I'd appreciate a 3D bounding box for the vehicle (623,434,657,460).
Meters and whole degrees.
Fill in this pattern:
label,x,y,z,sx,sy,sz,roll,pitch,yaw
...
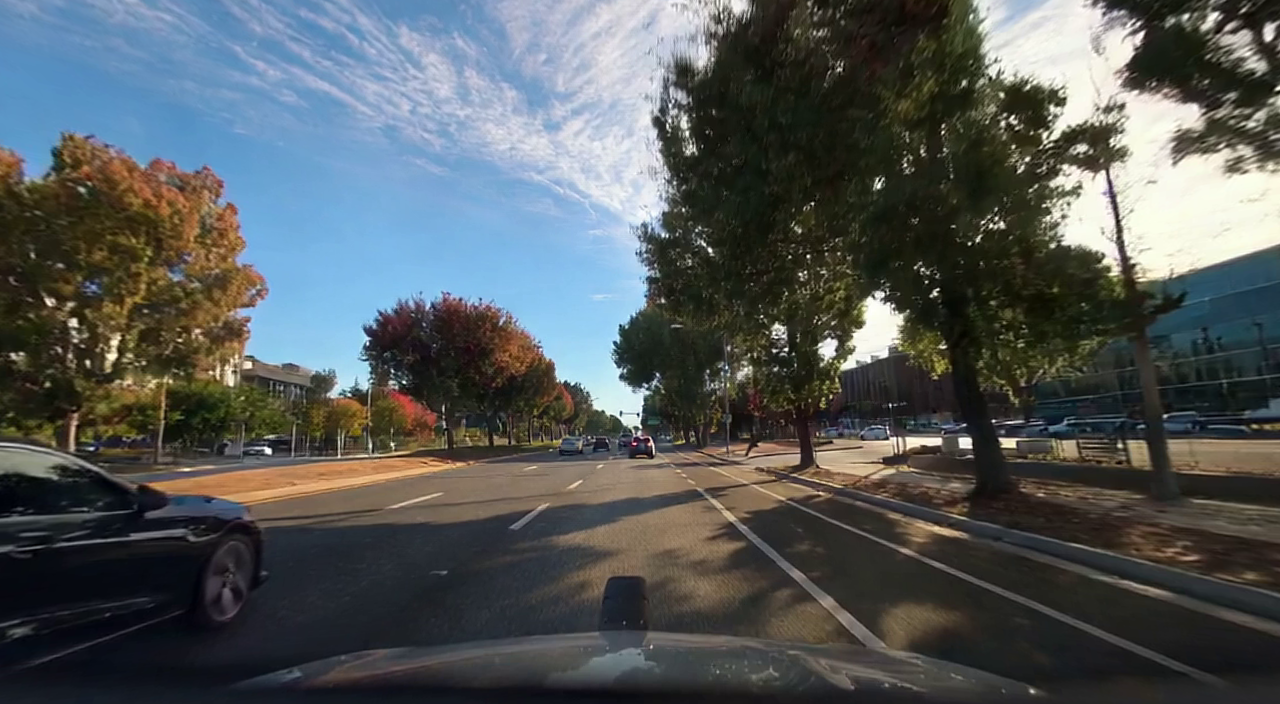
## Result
label,x,y,z,sx,sy,sz,roll,pitch,yaw
vehicle,-0.010,6.438,42.914,2.199,1.652,4.101,0,-8,0

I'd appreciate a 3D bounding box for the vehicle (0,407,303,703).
label,x,y,z,sx,sy,sz,roll,pitch,yaw
vehicle,-3.767,0.971,2.673,1.942,1.462,4.905,0,-8,0
